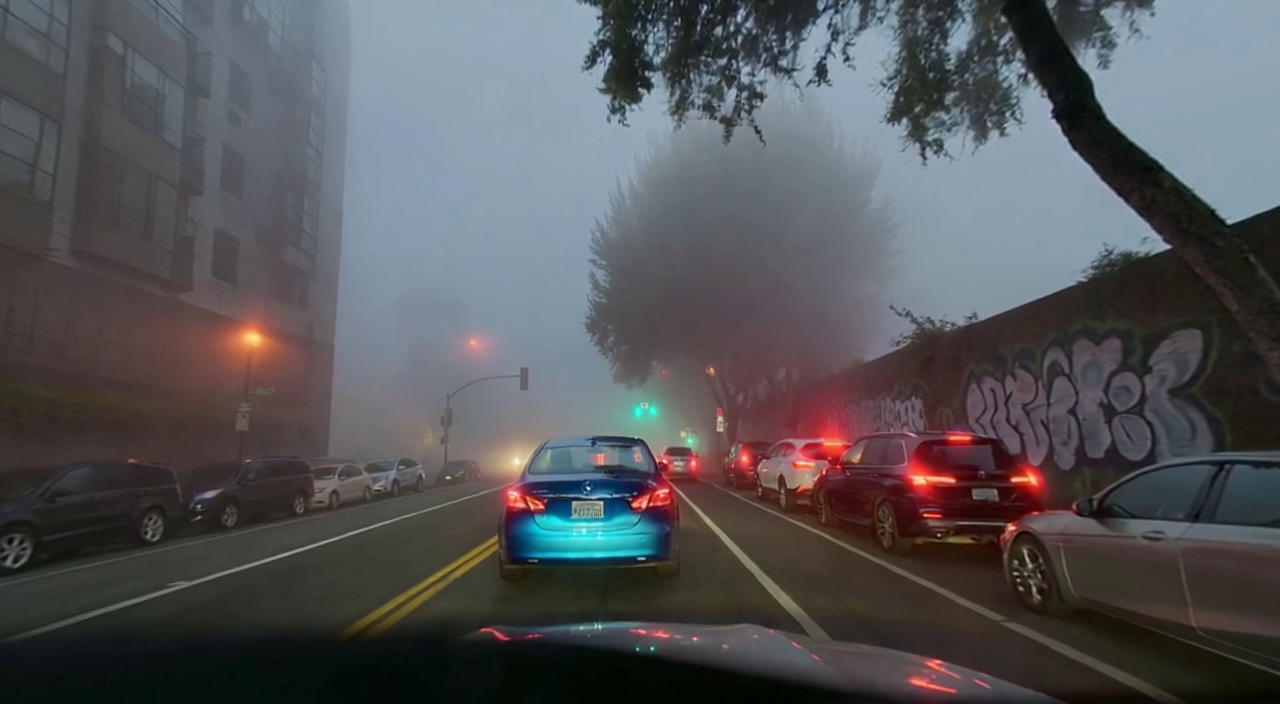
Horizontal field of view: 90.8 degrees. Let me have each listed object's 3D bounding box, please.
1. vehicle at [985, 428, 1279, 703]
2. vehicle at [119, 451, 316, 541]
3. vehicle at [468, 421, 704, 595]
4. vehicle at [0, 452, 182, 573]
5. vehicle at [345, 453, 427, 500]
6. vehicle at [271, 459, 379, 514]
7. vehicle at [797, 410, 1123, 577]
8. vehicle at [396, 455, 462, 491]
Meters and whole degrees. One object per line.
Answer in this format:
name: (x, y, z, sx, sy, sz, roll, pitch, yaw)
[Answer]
vehicle: (4.241, 1.272, 3.634, 1.955, 1.535, 4.266, 3, -9, -3)
vehicle: (-10.893, 3.662, 16.785, 2.276, 1.741, 4.439, -6, -8, -1)
vehicle: (-0.505, 1.760, 8.056, 2.166, 1.579, 4.300, 0, -8, 0)
vehicle: (-10.859, 2.834, 11.264, 1.988, 1.781, 4.827, -7, -8, -4)
vehicle: (-11.031, 5.398, 27.739, 1.822, 1.639, 4.144, -6, -8, 0)
vehicle: (-11.018, 4.680, 22.452, 1.741, 1.506, 4.370, -5, -8, -2)
vehicle: (4.203, 1.948, 9.667, 2.097, 1.811, 5.230, 0, -8, -2)
vehicle: (-11.102, 6.367, 33.641, 1.931, 1.499, 4.645, -6, -8, -2)
